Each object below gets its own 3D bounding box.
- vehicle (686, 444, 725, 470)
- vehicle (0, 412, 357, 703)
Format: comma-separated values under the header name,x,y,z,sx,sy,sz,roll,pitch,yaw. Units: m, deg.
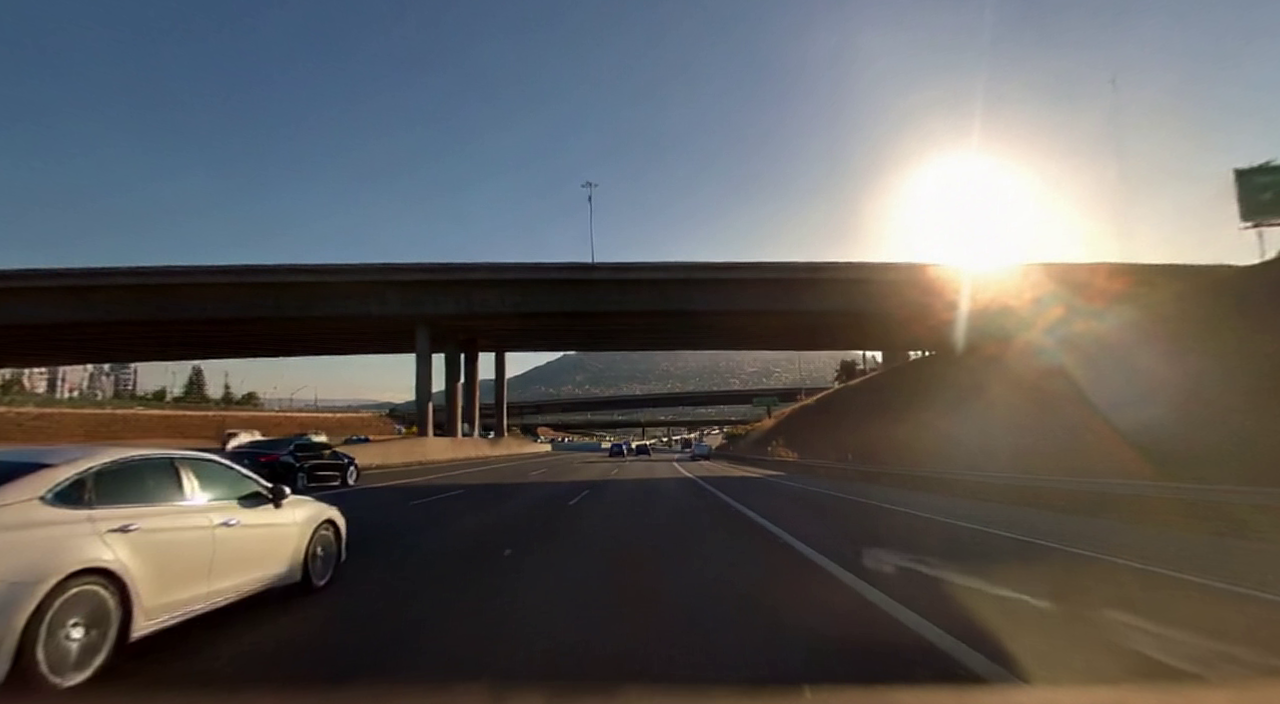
name,x,y,z,sx,sy,sz,roll,pitch,yaw
vehicle,4.108,6.647,40.267,2.059,1.509,4.670,0,-8,1
vehicle,-3.734,1.164,3.797,1.990,1.477,4.308,0,-8,1
